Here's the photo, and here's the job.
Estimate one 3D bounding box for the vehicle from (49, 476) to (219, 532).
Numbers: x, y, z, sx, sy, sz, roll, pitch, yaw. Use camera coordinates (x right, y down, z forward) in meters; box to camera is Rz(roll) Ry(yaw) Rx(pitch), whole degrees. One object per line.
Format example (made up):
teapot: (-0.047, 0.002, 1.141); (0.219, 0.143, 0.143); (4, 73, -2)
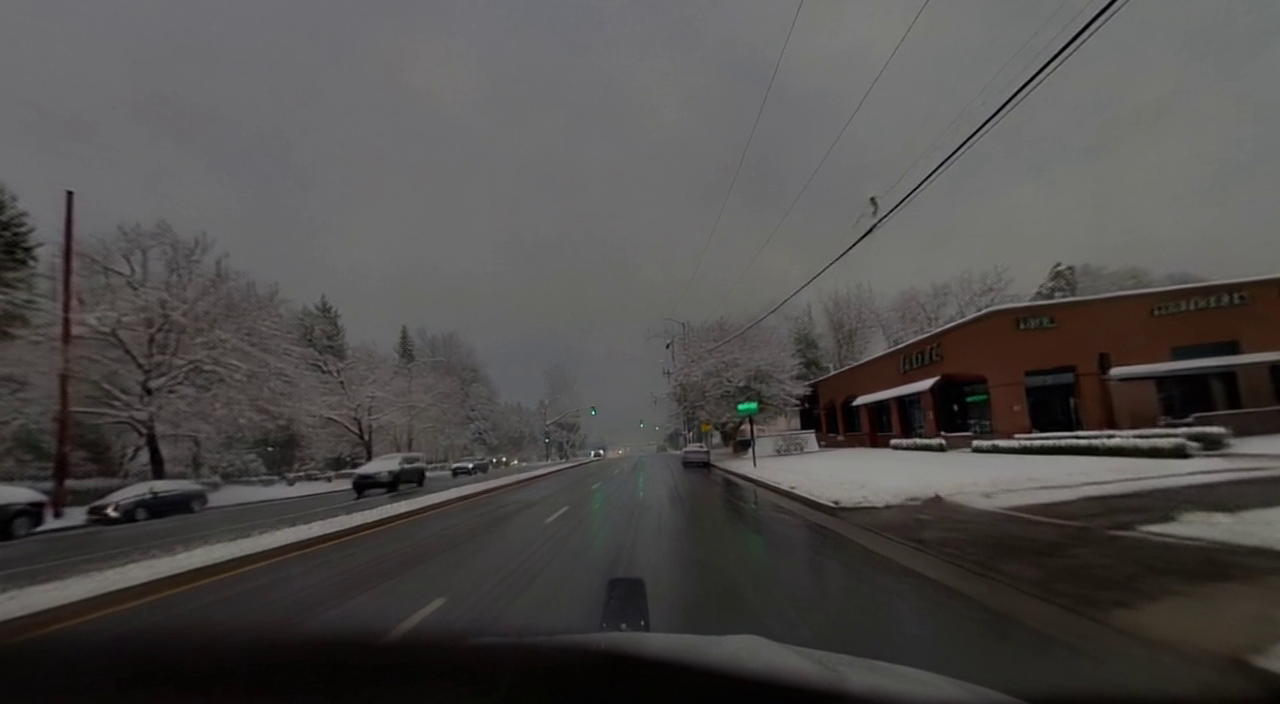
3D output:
vehicle: (-17.753, 5.333, 22.520); (1.902, 1.484, 4.908); (-1, -9, 2)

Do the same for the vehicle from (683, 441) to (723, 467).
vehicle: (3.842, 6.320, 39.263); (2.041, 1.523, 4.281); (0, -9, 0)

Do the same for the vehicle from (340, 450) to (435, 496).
vehicle: (-10.992, 5.262, 27.872); (2.079, 1.812, 4.757); (0, -9, 2)

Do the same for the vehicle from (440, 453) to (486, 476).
vehicle: (-13.384, 8.525, 47.874); (1.915, 1.505, 4.726); (-3, -9, 3)
